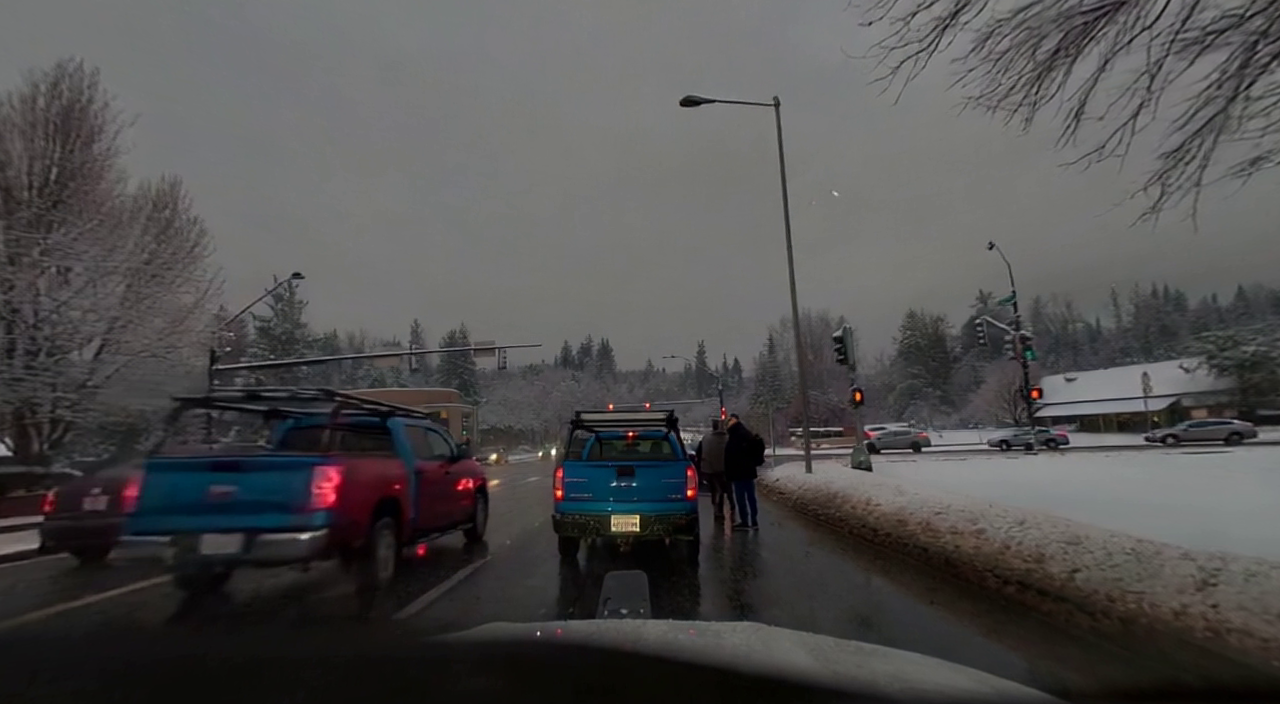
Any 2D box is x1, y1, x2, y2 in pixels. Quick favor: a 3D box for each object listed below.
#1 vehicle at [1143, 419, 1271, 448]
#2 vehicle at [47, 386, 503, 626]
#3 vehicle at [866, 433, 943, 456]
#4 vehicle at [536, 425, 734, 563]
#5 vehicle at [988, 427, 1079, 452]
[{"bbox_3d":[30.631,4.460,34.122,4.739,1.472,1.804,-5,-10,29],"label":"vehicle"},{"bbox_3d":[-3.380,1.555,7.406,2.223,1.826,4.990,0,-9,2],"label":"vehicle"},{"bbox_3d":[17.496,6.127,41.572,4.441,1.452,1.798,-5,-10,30],"label":"vehicle"},{"bbox_3d":[-0.040,1.887,9.077,2.182,1.501,4.150,0,-9,0],"label":"vehicle"},{"bbox_3d":[23.824,5.328,38.152,4.454,1.440,1.816,-5,-10,30],"label":"vehicle"}]
